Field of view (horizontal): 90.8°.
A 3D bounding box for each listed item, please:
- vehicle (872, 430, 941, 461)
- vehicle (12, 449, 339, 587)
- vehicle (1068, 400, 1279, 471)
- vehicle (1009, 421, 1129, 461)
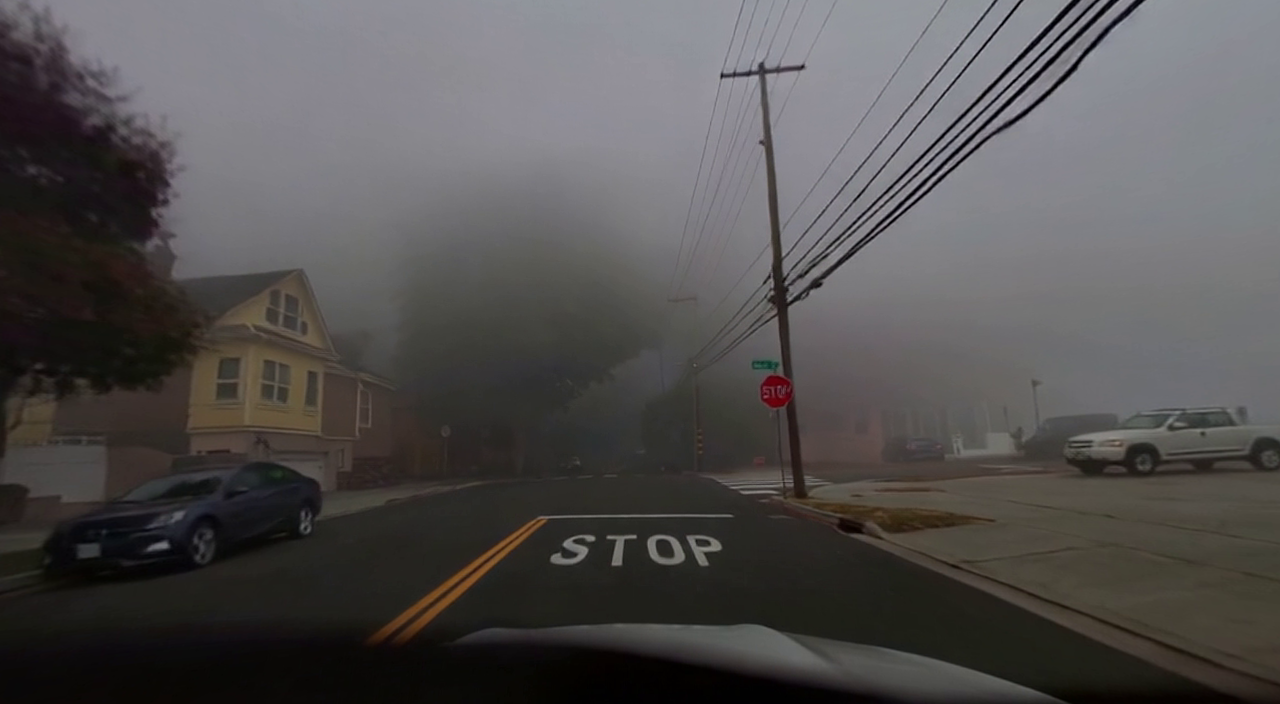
[{"bbox_3d":[15.610,5.525,37.315,2.025,1.689,4.342,0,-9,-2],"label":"vehicle"},{"bbox_3d":[-6.745,2.383,9.916,2.026,1.560,4.062,-4,-9,1],"label":"vehicle"},{"bbox_3d":[16.668,2.518,18.867,6.022,1.953,2.250,0,-9,0],"label":"vehicle"},{"bbox_3d":[21.166,4.416,31.276,4.466,1.769,2.033,1,-9,-2],"label":"vehicle"}]
